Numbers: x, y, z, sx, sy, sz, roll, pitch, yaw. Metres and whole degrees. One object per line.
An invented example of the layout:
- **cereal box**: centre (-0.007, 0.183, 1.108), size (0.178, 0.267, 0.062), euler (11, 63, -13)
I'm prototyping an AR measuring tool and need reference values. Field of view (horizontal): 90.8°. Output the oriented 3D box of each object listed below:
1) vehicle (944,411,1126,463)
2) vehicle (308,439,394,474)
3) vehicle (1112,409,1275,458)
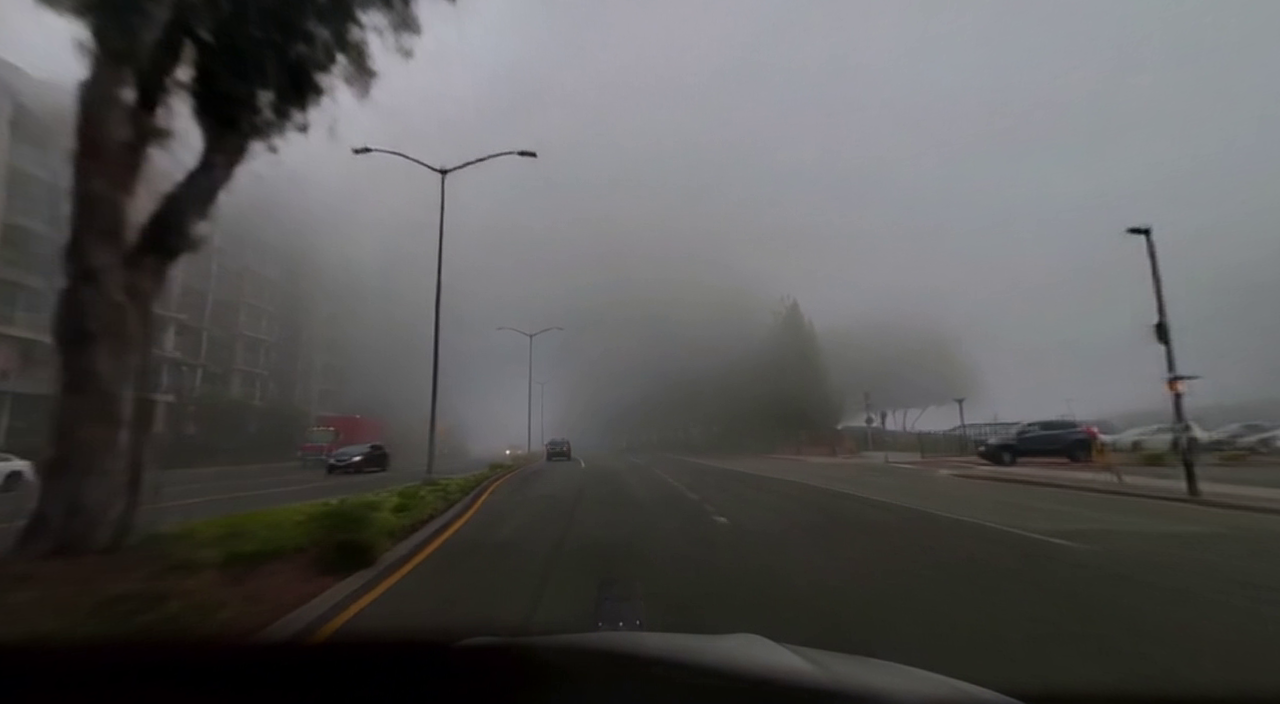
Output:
- **vehicle**: centre (16.314, 3.621, 26.580), size (5.829, 1.995, 2.659), euler (-2, -9, 15)
- **vehicle**: centre (-13.736, 5.002, 30.374), size (2.150, 1.534, 4.569), euler (0, -8, -3)
- **vehicle**: centre (21.884, 3.270, 25.248), size (4.218, 1.780, 2.331), euler (-1, -10, 19)
